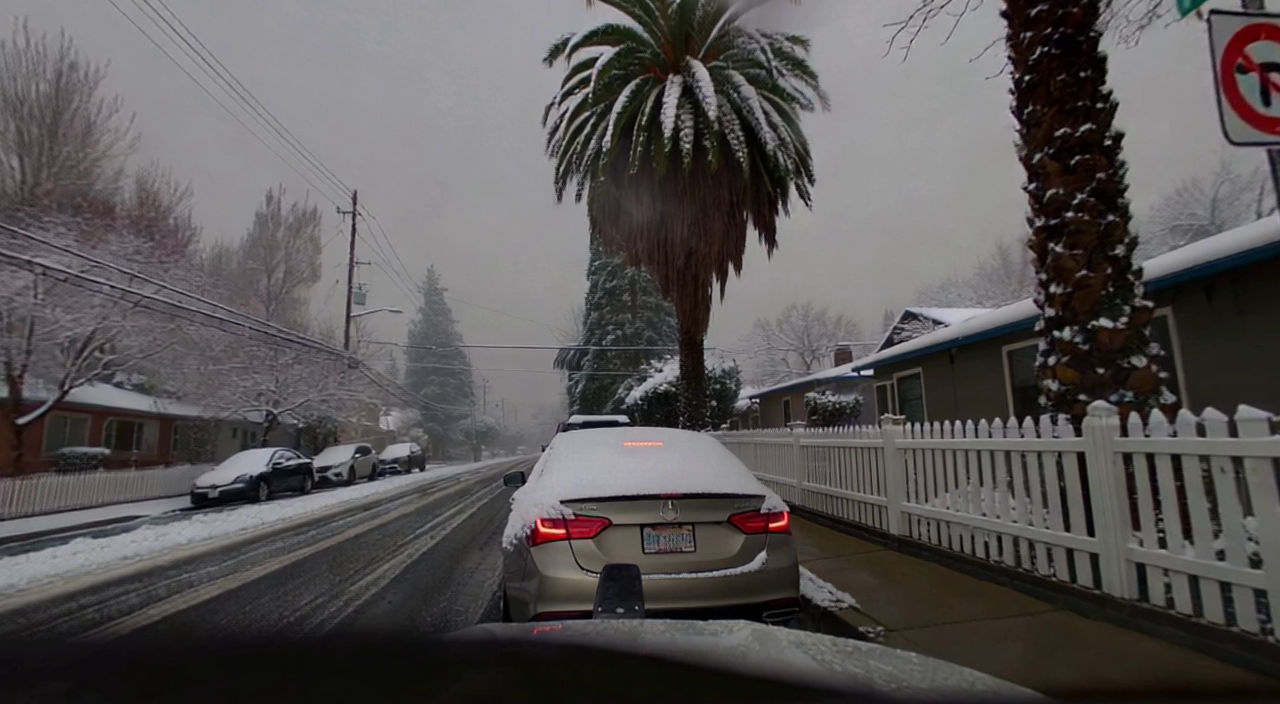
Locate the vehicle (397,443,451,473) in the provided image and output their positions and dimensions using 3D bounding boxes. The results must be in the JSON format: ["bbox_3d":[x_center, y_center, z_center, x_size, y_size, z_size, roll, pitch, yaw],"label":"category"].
[{"bbox_3d":[-13.167,6.466,38.668,2.060,1.689,4.999,1,-8,-7],"label":"vehicle"}]

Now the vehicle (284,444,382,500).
[{"bbox_3d":[-12.155,4.705,25.275,2.048,1.485,4.757,-4,-4,-8],"label":"vehicle"}]

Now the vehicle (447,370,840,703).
[{"bbox_3d":[-0.140,1.218,4.993,1.894,1.695,3.795,1,-8,-6],"label":"vehicle"}]

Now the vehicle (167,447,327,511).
[{"bbox_3d":[-11.400,3.654,18.794,2.017,1.627,5.039,1,-8,-7],"label":"vehicle"}]
